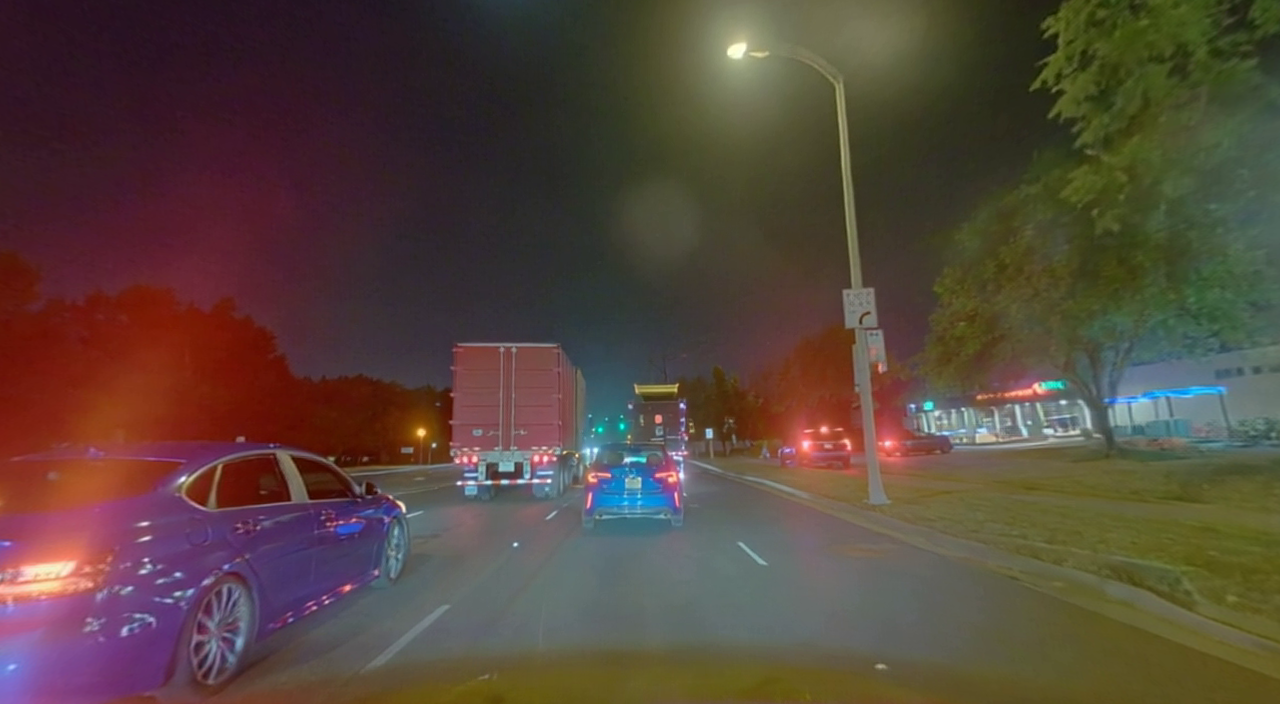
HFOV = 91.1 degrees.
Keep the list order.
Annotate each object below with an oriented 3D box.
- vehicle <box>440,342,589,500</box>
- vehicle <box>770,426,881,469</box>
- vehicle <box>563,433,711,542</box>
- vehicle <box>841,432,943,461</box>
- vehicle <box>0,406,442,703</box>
[{"bbox_3d":[-3.287,2.157,18.697,3.020,3.800,7.105,0,-8,-1],"label":"vehicle"},{"bbox_3d":[8.670,4.513,29.781,2.061,1.845,4.829,5,-10,-32],"label":"vehicle"},{"bbox_3d":[-0.074,2.199,10.880,2.067,1.506,4.118,0,-8,-1],"label":"vehicle"},{"bbox_3d":[13.214,4.991,33.117,4.574,1.478,1.880,0,-8,3],"label":"vehicle"},{"bbox_3d":[-3.050,1.240,4.279,1.969,1.471,4.378,0,-8,0],"label":"vehicle"}]
